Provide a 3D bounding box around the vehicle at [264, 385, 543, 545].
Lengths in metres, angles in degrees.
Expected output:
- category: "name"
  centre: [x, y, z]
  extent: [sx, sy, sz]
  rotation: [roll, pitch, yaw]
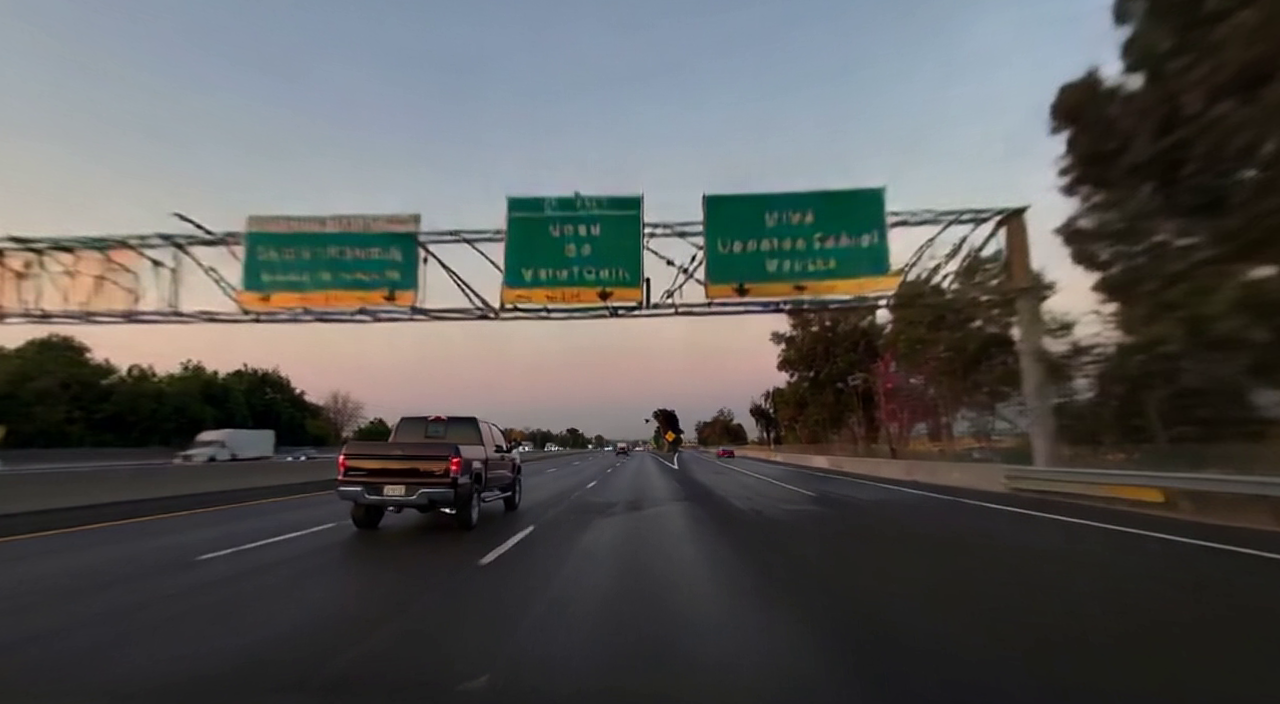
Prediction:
- category: "vehicle"
  centre: [-3.552, 1.917, 11.335]
  extent: [2.601, 2.084, 6.068]
  rotation: [0, -8, 1]
